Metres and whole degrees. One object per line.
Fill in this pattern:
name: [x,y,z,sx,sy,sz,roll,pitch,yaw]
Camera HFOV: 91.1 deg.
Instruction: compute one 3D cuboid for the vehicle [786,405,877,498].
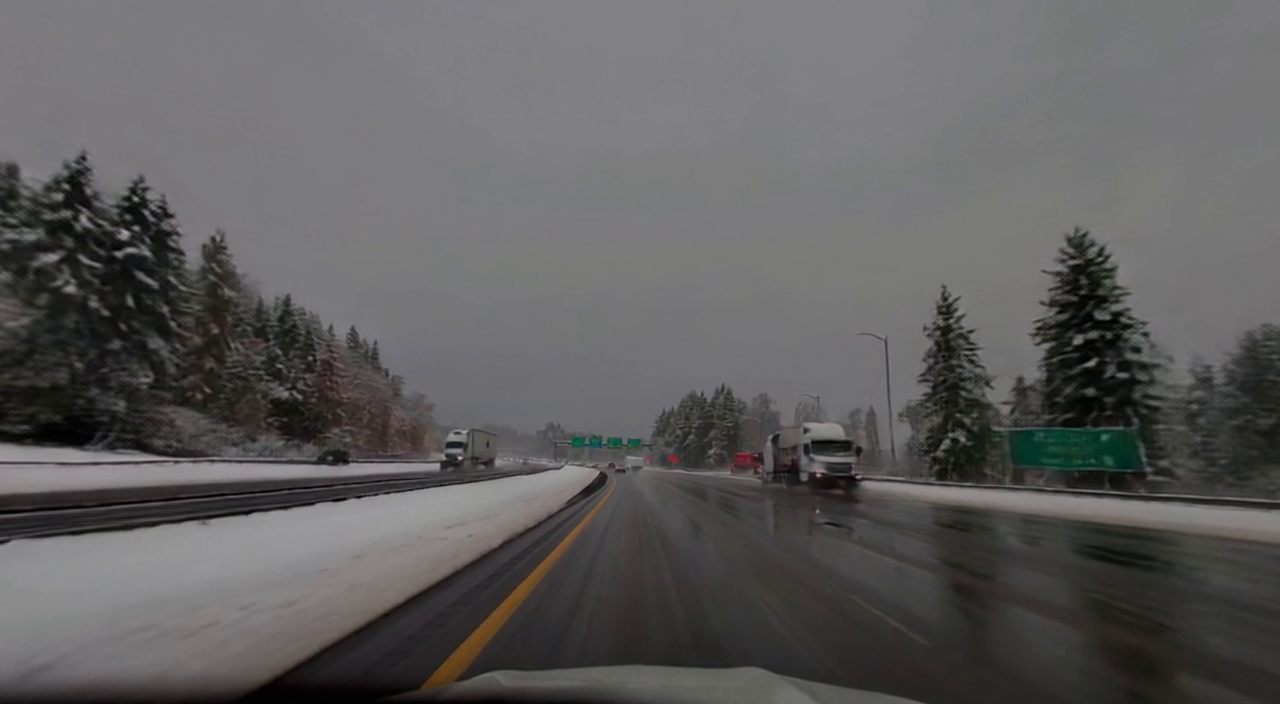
vehicle: [8.159,4.370,27.432,2.282,3.633,4.740,1,-10,-2]
